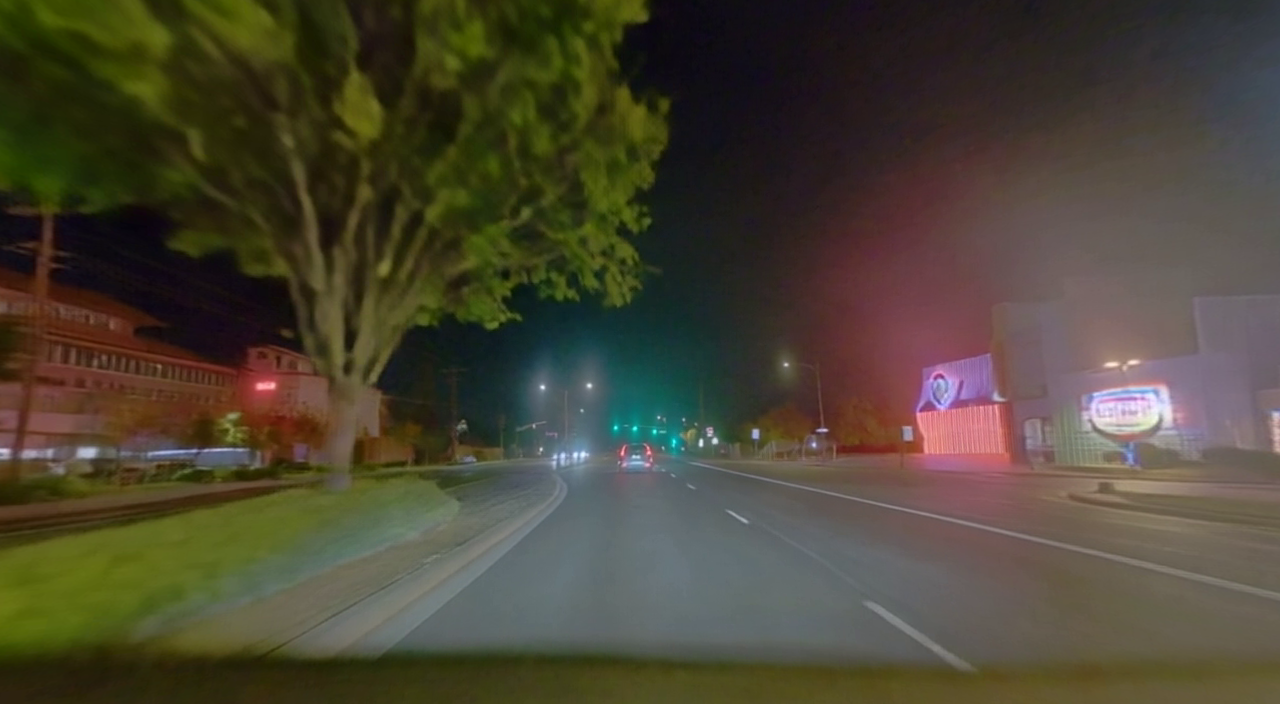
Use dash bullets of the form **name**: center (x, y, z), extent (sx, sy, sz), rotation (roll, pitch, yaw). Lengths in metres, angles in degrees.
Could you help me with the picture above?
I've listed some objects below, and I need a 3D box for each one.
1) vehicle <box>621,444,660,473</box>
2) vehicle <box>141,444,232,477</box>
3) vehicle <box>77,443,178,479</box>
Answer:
- **vehicle**: center (-0.014, 5.707, 34.048), extent (1.998, 1.452, 3.773), rotation (0, -9, -2)
- **vehicle**: center (-28.181, 6.726, 39.353), extent (2.191, 1.947, 5.156), rotation (1, -9, -5)
- **vehicle**: center (-31.461, 6.669, 38.899), extent (2.155, 2.023, 5.077), rotation (0, -9, -4)
